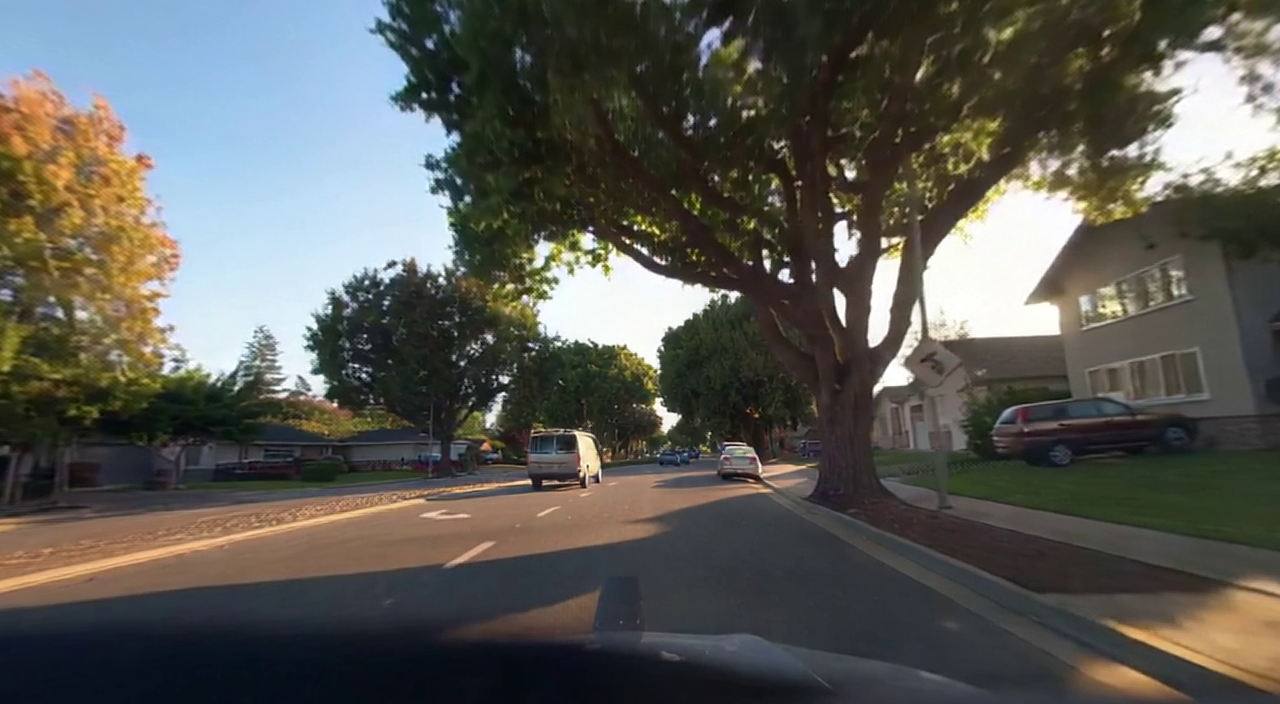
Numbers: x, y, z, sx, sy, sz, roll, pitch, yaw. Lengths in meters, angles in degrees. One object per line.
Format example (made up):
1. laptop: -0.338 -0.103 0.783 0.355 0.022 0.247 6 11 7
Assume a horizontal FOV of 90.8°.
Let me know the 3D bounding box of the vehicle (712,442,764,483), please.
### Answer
1. vehicle: 4.205 4.798 27.761 2.040 1.643 4.446 -1 -9 7

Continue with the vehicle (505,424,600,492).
1. vehicle: -2.888 3.705 22.258 2.085 2.084 5.133 -1 -9 6
